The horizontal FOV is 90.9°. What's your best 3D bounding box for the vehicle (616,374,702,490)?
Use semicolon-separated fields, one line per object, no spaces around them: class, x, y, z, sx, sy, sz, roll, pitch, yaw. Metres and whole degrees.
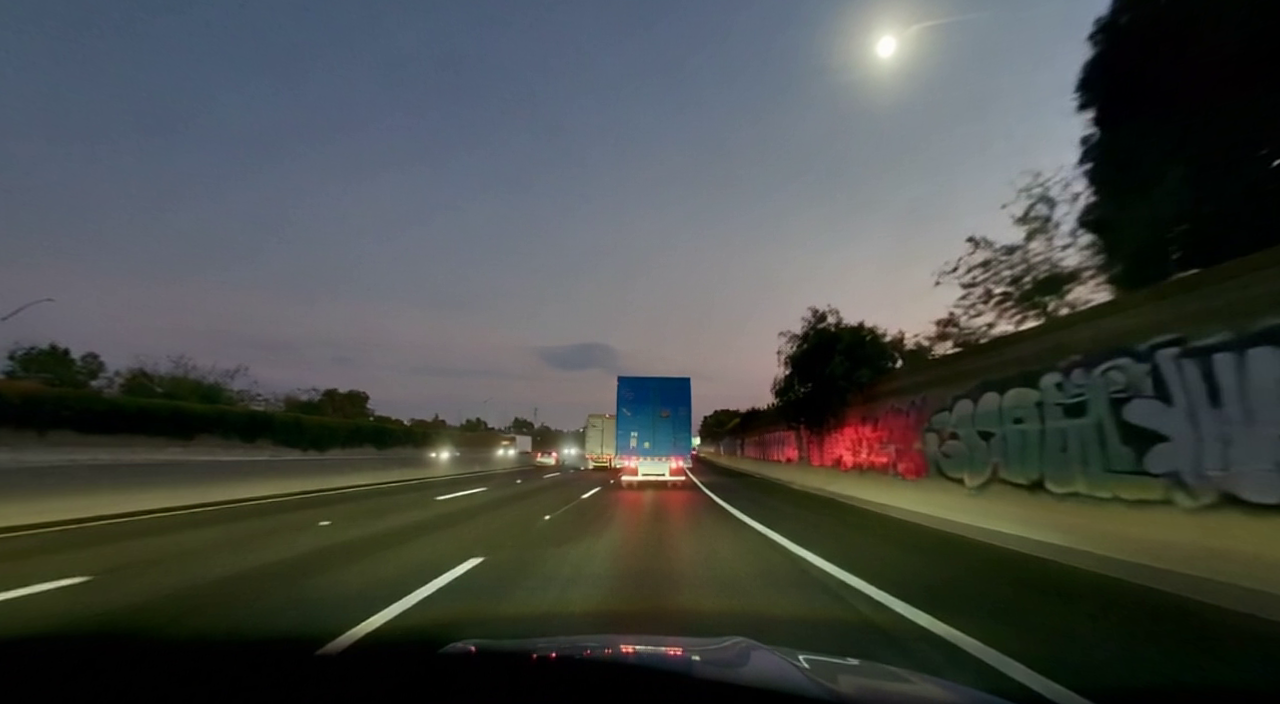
vehicle;0.856;3.637;27.779;2.997;4.069;10.871;0;-9;2

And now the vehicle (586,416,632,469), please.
vehicle;-2.279;7.119;49.151;2.713;3.704;9.148;0;-9;3

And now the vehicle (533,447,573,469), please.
vehicle;-6.221;7.668;45.686;1.962;1.471;4.792;0;-9;3
